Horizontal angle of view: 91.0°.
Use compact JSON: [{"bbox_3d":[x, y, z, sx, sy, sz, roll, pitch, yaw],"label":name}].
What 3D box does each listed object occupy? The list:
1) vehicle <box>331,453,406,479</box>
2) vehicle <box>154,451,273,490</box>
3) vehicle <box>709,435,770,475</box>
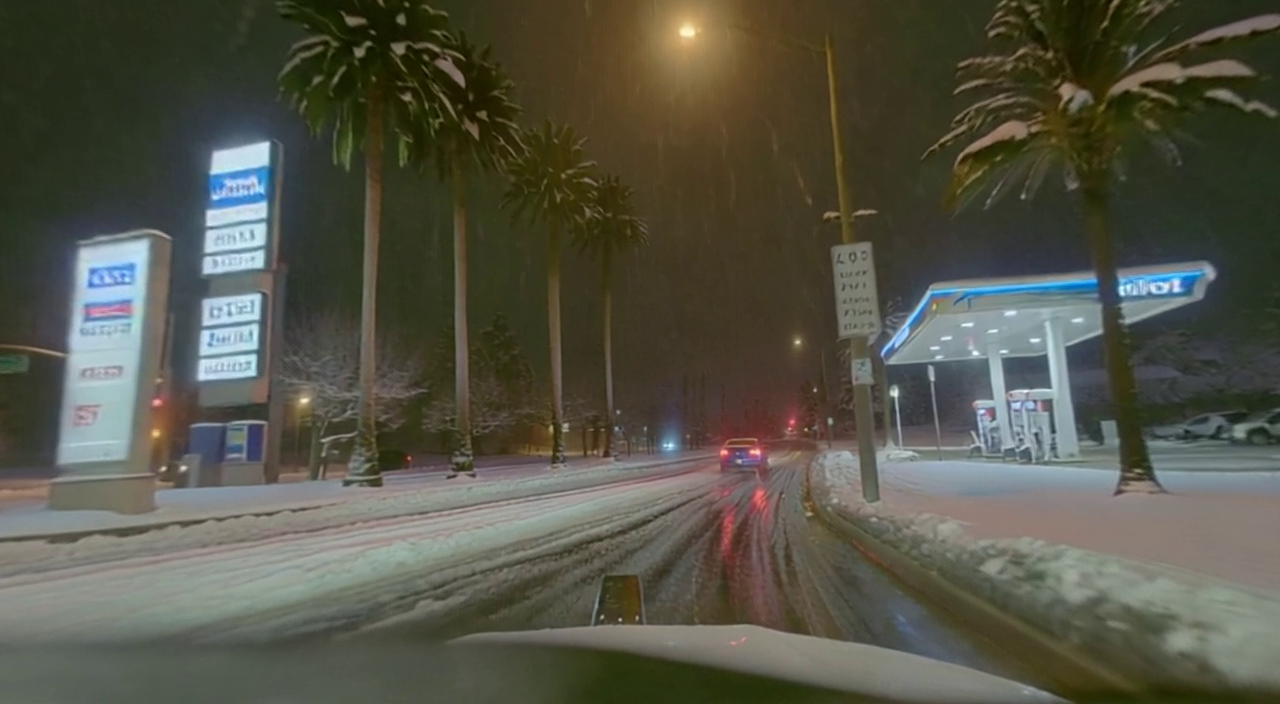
[{"bbox_3d":[-17.160,7.198,40.028,1.825,1.441,4.656,-2,-9,15],"label":"vehicle"},{"bbox_3d":[-19.979,5.519,29.752,1.884,1.651,4.330,-2,-9,16],"label":"vehicle"},{"bbox_3d":[4.249,4.278,26.275,2.050,1.509,4.148,-2,-9,15],"label":"vehicle"}]
